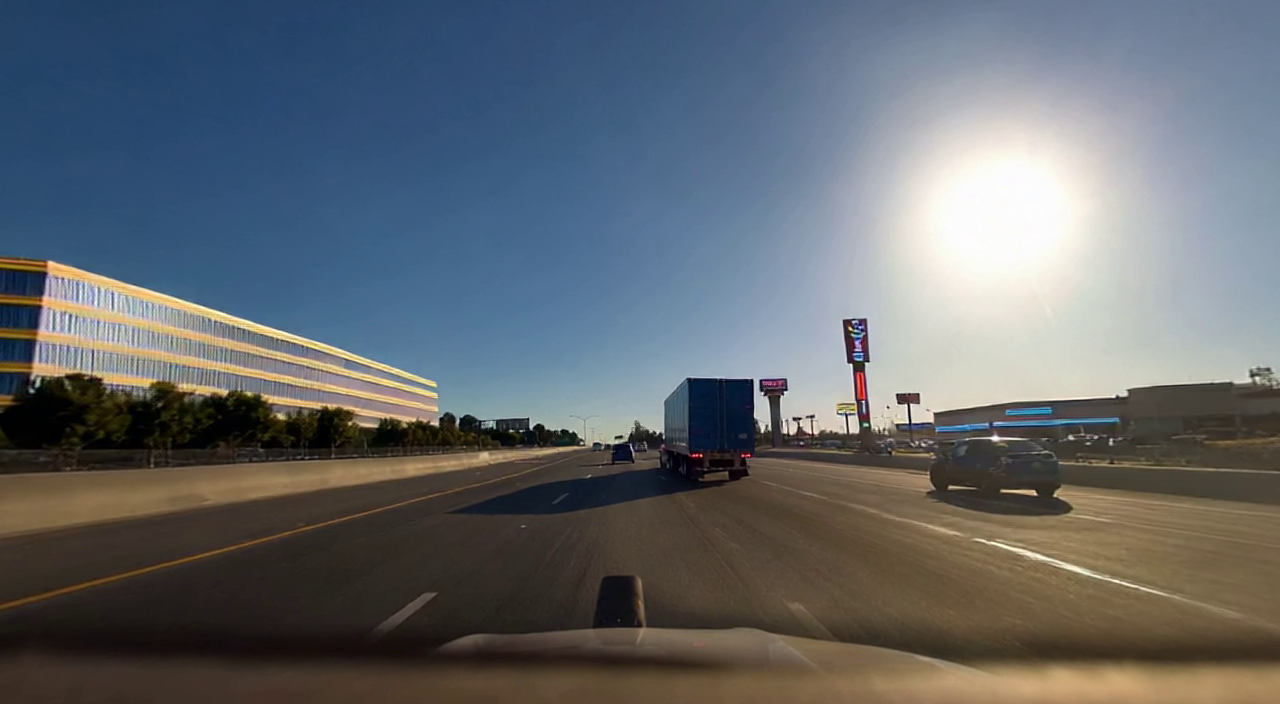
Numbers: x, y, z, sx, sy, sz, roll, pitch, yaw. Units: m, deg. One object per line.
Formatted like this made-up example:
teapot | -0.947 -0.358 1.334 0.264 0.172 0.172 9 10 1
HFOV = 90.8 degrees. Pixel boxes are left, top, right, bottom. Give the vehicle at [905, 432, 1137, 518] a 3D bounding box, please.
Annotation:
vehicle | 7.764 2.537 13.580 2.105 1.494 4.537 0 -9 0

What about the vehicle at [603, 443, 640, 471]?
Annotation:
vehicle | -0.979 5.758 34.784 1.929 1.395 3.999 0 -9 -1

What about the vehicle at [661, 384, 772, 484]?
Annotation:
vehicle | 2.746 3.538 26.646 2.934 3.325 10.986 0 -9 -2
